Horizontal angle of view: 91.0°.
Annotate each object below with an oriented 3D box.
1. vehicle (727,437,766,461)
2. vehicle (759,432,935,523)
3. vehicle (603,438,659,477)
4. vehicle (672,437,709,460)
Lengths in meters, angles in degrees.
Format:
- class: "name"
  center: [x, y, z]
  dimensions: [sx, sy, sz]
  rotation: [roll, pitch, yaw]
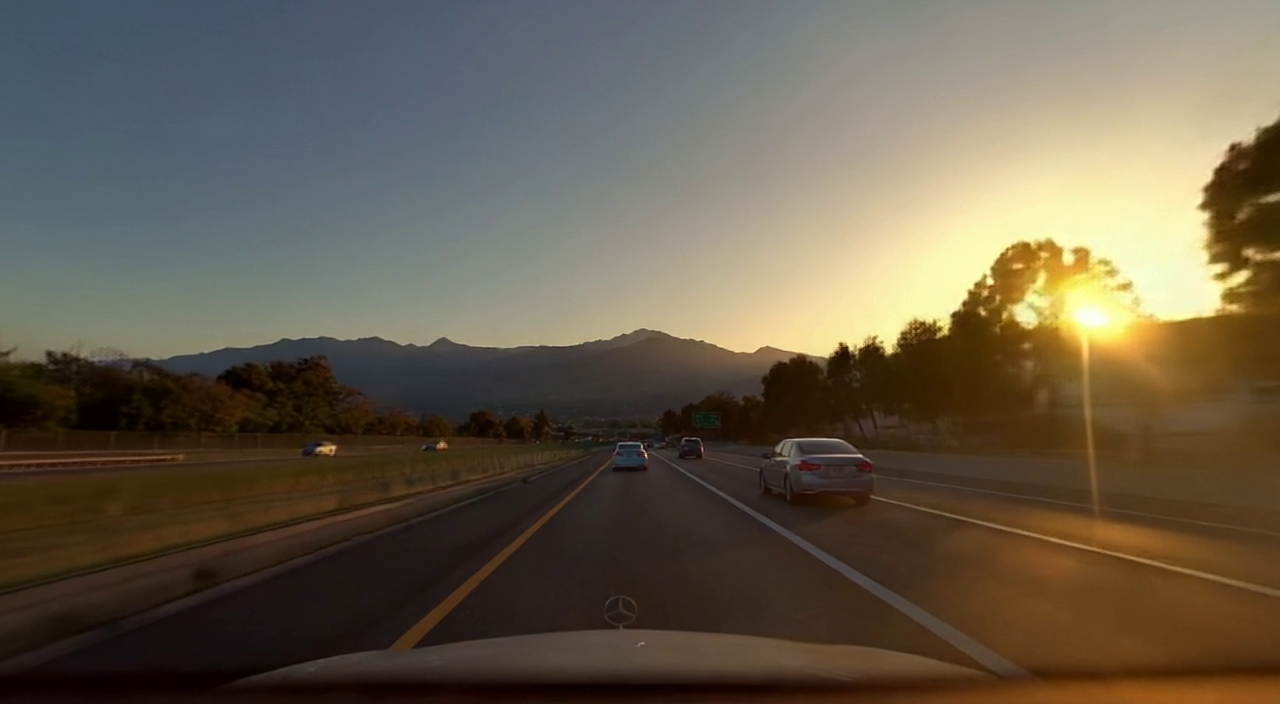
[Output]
- class: "vehicle"
  center: [7.667, 7.041, 45.741]
  dimensions: [1.996, 1.637, 3.990]
  rotation: [0, -9, -2]
- class: "vehicle"
  center: [3.772, 2.357, 12.370]
  dimensions: [1.957, 1.447, 4.241]
  rotation: [0, -9, -1]
- class: "vehicle"
  center: [-0.331, 4.237, 25.475]
  dimensions: [2.085, 1.449, 3.860]
  rotation: [0, -8, 0]
- class: "vehicle"
  center: [3.822, 7.455, 48.604]
  dimensions: [2.436, 1.704, 4.694]
  rotation: [0, -8, 0]
